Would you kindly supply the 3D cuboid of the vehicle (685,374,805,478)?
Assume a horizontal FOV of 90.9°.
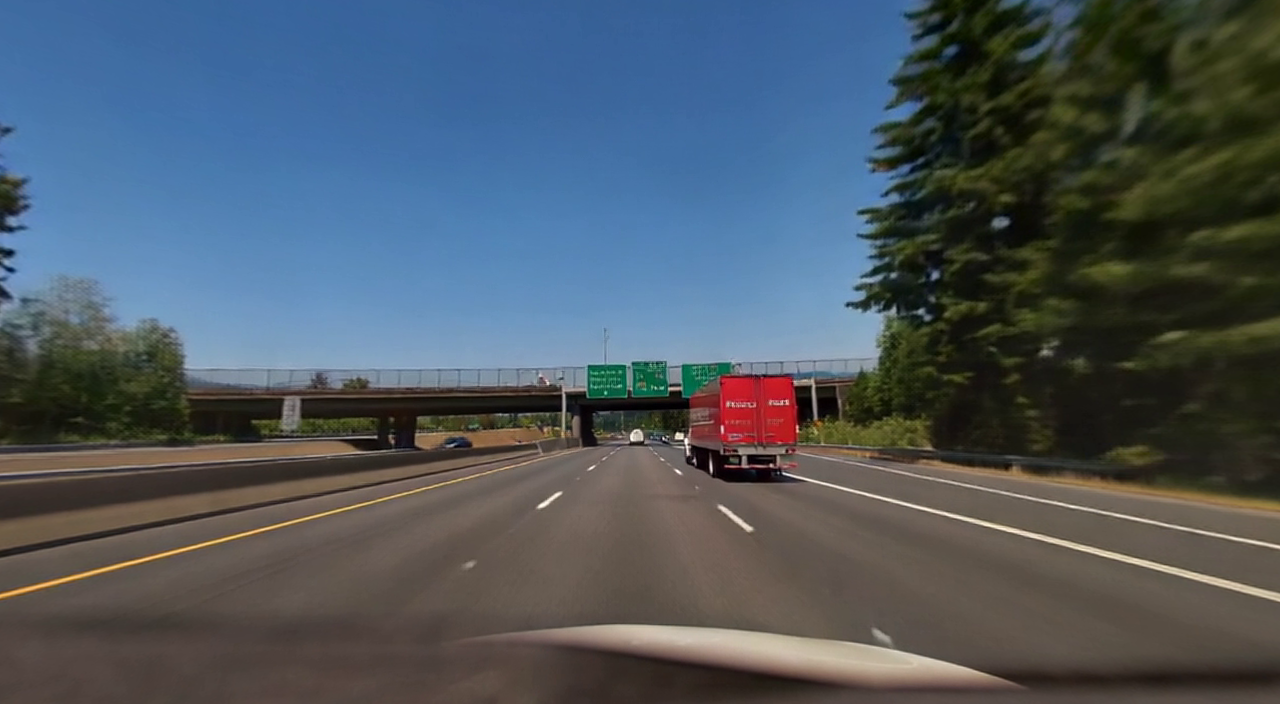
[{"bbox_3d":[3.839,3.169,26.157,2.849,3.391,11.018,0,-8,-1],"label":"vehicle"}]
